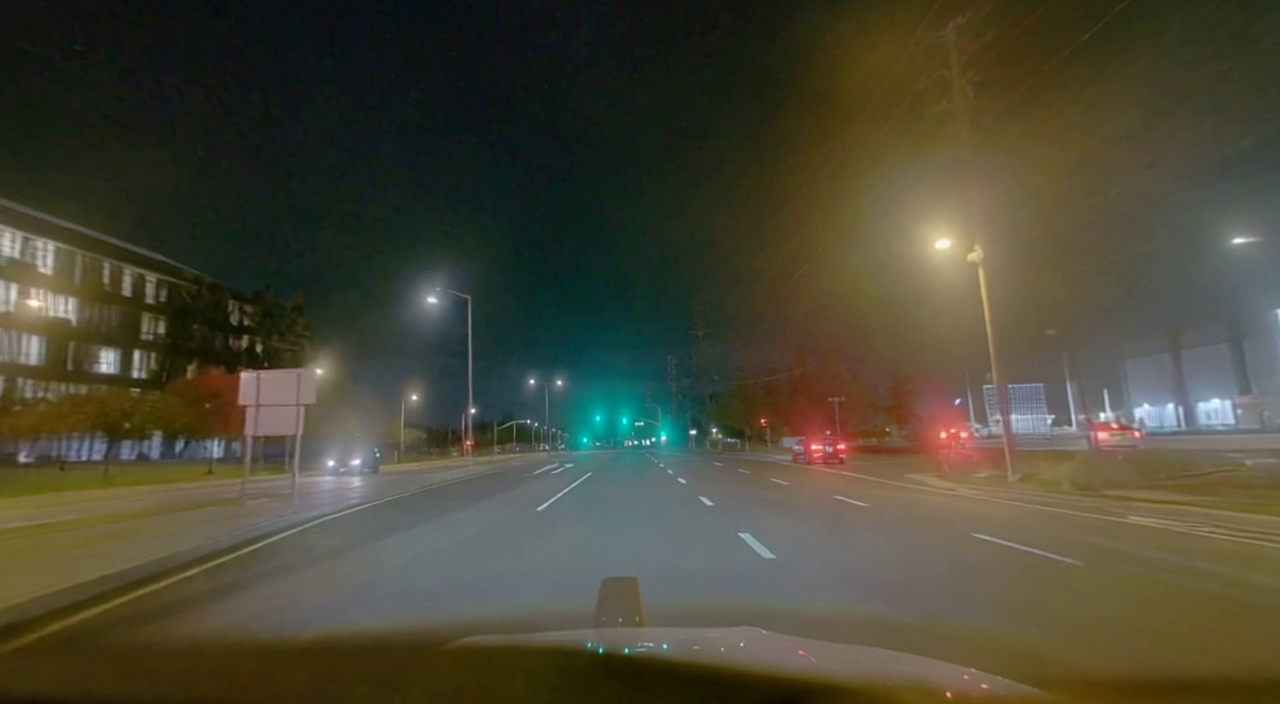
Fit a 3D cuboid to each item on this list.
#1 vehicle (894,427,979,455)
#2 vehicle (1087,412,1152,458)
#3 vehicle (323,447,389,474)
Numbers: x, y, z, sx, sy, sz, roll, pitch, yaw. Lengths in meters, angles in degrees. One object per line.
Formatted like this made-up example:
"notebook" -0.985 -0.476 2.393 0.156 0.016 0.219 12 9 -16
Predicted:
"vehicle" 21.593 6.508 46.148 4.958 1.960 2.402 -1 -8 3
"vehicle" 25.318 4.404 33.437 1.246 2.287 2.709 -1 -9 2
"vehicle" -17.801 6.829 39.908 2.039 1.466 4.783 -2 -8 -1
